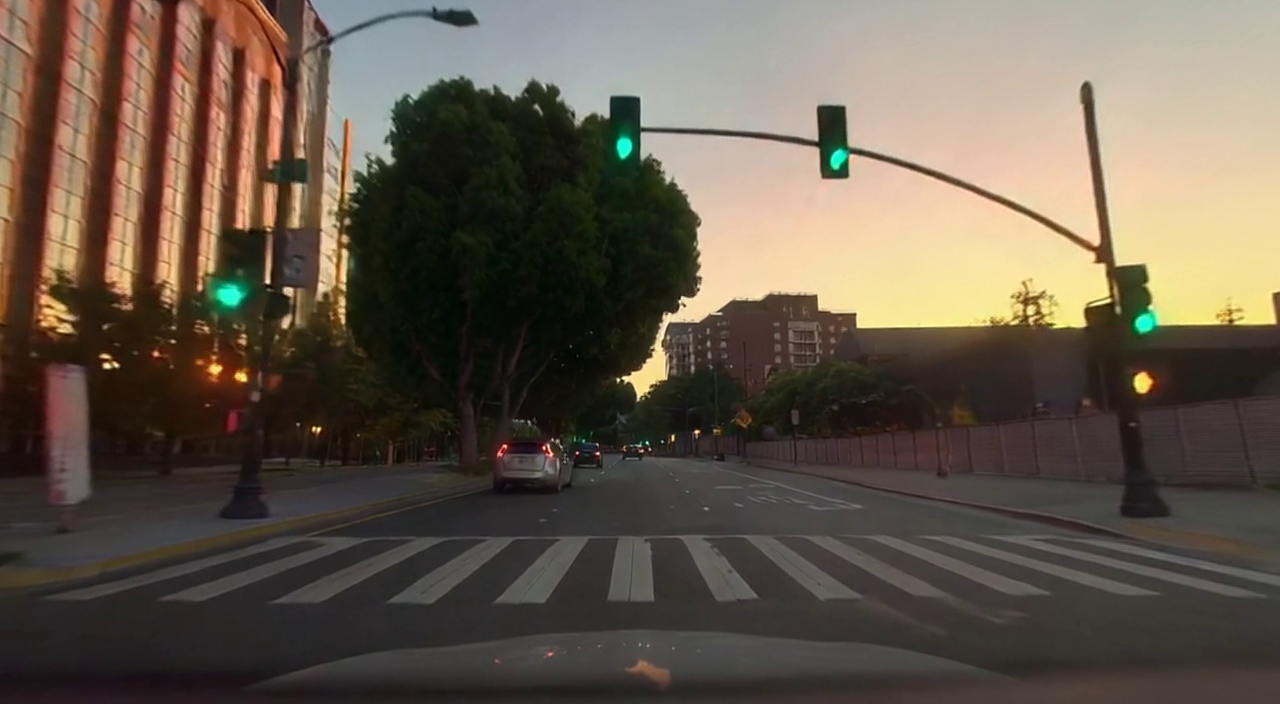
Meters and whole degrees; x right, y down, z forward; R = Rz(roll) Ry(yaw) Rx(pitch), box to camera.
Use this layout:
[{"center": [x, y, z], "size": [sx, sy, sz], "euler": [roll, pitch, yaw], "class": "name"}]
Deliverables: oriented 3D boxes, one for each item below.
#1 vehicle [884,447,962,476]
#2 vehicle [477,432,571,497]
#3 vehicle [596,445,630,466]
[{"center": [16.840, 6.540, 37.718], "size": [3.757, 1.383, 1.817], "euler": [-2, -5, -3], "class": "vehicle"}, {"center": [-3.402, 3.401, 19.499], "size": [2.116, 1.725, 4.315], "euler": [0, -8, 0], "class": "vehicle"}, {"center": [-2.027, 7.480, 45.755], "size": [2.095, 1.438, 3.843], "euler": [1, -8, -8], "class": "vehicle"}]
